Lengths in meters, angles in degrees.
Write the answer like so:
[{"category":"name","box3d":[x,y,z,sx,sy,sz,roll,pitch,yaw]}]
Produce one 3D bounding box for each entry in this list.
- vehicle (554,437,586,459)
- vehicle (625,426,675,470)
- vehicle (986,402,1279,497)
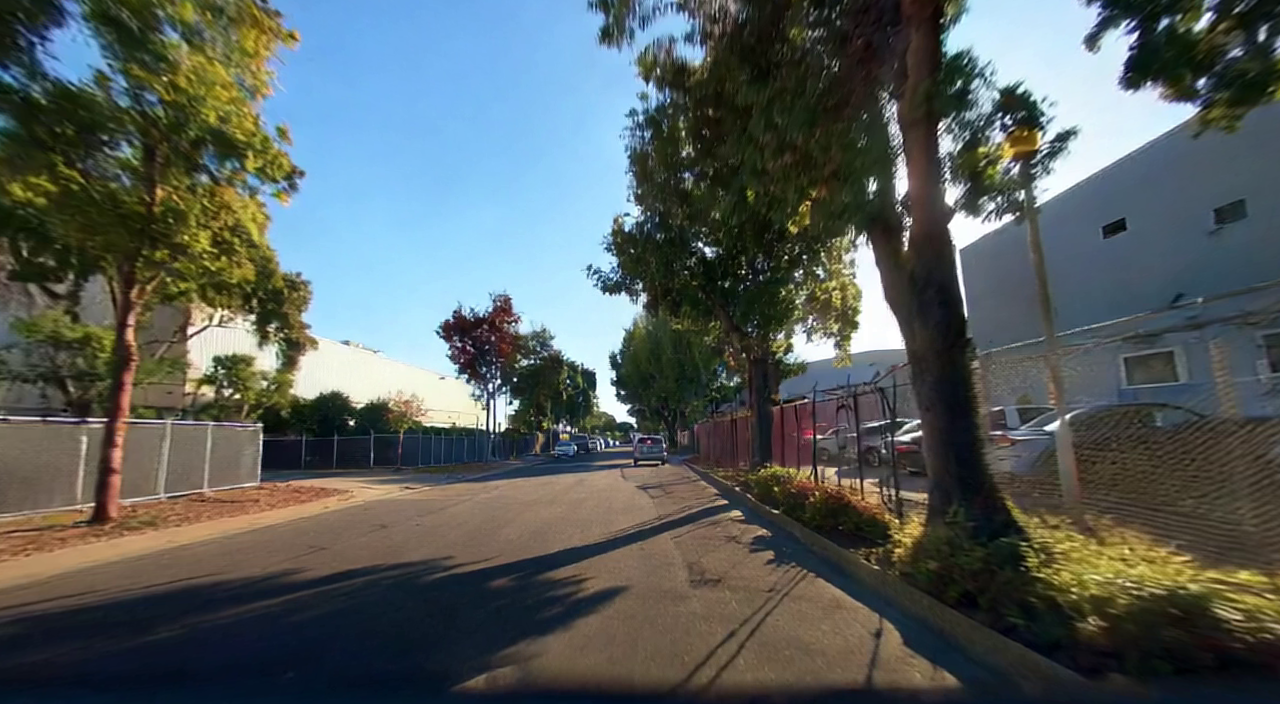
[{"category":"vehicle","box3d":[-5.438,7.533,49.361,1.938,1.500,4.130,-3,-9,-1]},{"category":"vehicle","box3d":[0.491,4.443,29.485,2.152,1.874,4.042,0,-8,1]},{"category":"vehicle","box3d":[9.269,1.827,11.997,4.164,1.640,1.953,0,-8,3]}]
